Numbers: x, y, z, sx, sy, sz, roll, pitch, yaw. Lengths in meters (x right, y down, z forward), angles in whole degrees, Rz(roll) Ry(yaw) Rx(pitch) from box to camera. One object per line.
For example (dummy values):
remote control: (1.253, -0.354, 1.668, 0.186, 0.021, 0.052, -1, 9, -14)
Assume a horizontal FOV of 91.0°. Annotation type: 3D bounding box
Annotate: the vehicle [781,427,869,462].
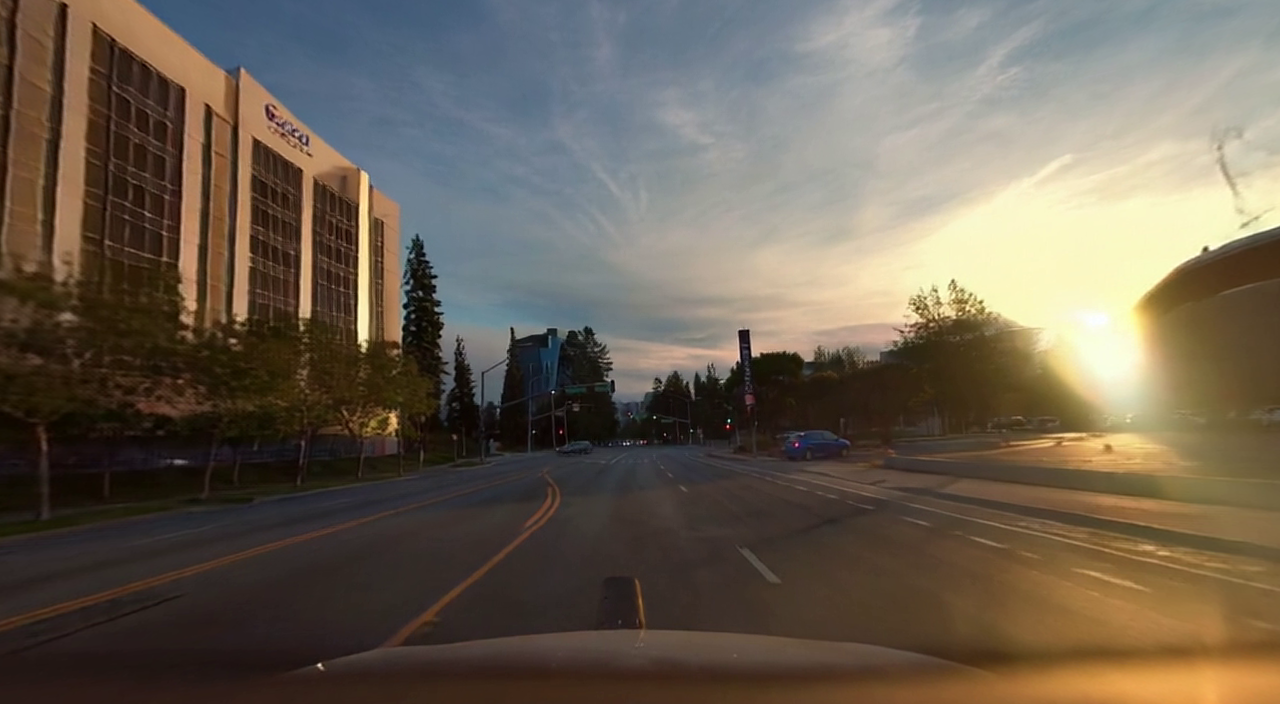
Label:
vehicle: (10.376, 5.174, 35.167, 4.635, 1.821, 2.087, 5, -10, -31)
